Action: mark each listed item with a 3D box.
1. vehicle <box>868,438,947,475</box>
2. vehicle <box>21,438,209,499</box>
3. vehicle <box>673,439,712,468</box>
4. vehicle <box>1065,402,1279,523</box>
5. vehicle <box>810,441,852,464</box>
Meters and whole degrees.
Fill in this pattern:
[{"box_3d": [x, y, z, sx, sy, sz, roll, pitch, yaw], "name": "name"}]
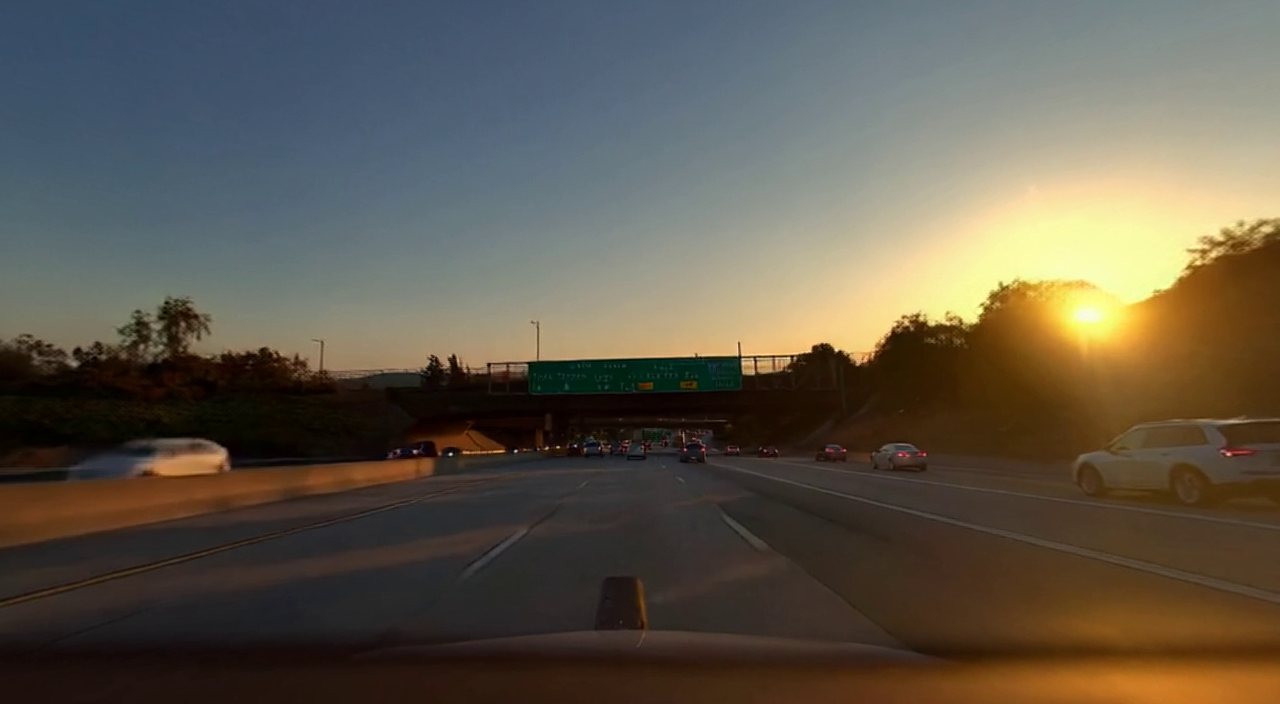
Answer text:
[{"box_3d": [13.794, 5.418, 32.826, 2.116, 1.754, 4.727, 0, -9, 1], "name": "vehicle"}, {"box_3d": [-17.429, 3.873, 21.346, 2.083, 1.785, 4.877, 0, -9, 0], "name": "vehicle"}, {"box_3d": [3.403, 6.666, 41.505, 2.147, 1.794, 4.538, 0, -9, 0], "name": "vehicle"}, {"box_3d": [12.863, 2.416, 14.045, 2.442, 2.140, 6.462, 0, -9, 3], "name": "vehicle"}, {"box_3d": [14.766, 7.780, 48.917, 2.020, 1.707, 4.424, 0, -9, 1], "name": "vehicle"}]
